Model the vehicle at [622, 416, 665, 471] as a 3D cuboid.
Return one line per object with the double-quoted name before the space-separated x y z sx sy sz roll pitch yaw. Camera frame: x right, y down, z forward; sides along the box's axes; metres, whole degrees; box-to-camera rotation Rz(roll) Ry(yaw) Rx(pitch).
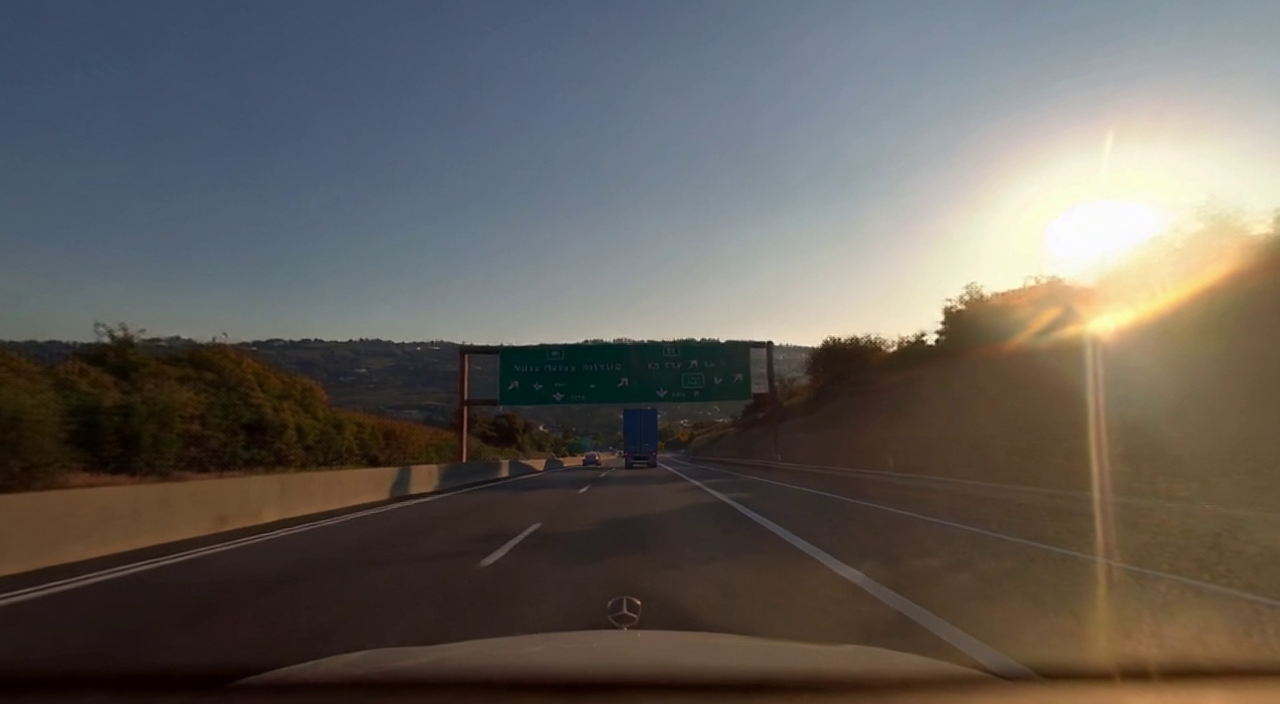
"vehicle" 0.128 7.046 48.459 2.864 3.805 9.500 0 -9 -2
